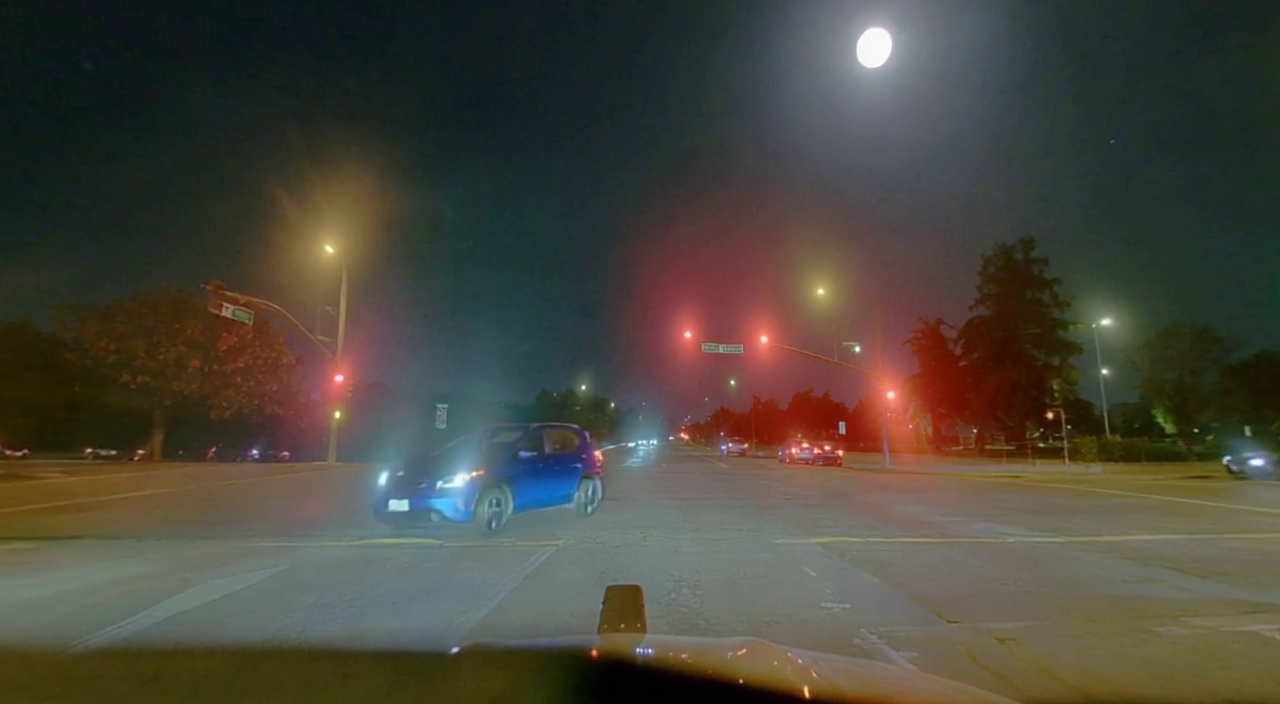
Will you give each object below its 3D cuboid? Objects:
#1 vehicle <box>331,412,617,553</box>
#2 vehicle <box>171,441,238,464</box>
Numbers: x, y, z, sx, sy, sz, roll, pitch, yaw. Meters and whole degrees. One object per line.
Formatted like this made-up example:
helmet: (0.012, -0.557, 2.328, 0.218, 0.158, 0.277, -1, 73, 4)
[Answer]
vehicle: (-2.399, 2.028, 10.531, 2.134, 1.768, 4.580, -4, -9, 25)
vehicle: (-29.091, 6.706, 42.068, 1.696, 1.431, 3.686, -1, -8, 3)
